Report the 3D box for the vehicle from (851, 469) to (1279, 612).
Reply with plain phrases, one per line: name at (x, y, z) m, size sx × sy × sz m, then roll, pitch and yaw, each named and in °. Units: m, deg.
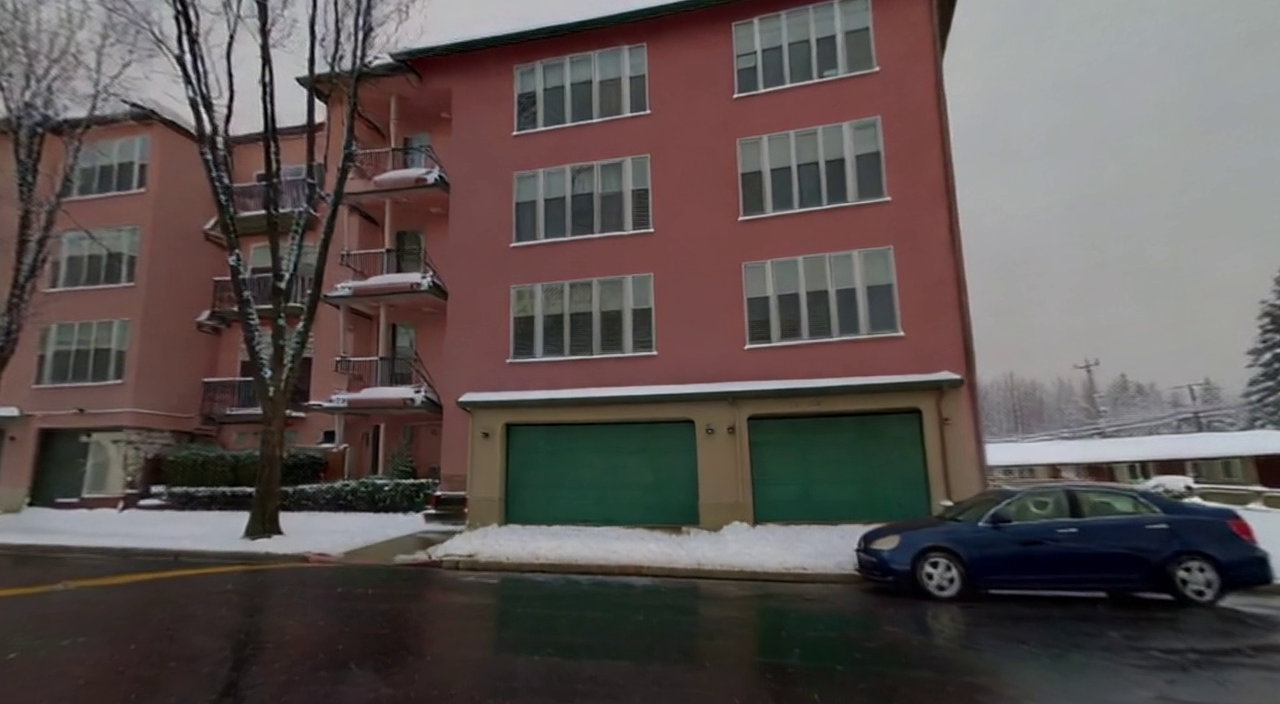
vehicle at (5.304, 2.288, 8.118) m, size 4.697 × 1.444 × 1.825 m, roll -3°, pitch -10°, yaw 13°
